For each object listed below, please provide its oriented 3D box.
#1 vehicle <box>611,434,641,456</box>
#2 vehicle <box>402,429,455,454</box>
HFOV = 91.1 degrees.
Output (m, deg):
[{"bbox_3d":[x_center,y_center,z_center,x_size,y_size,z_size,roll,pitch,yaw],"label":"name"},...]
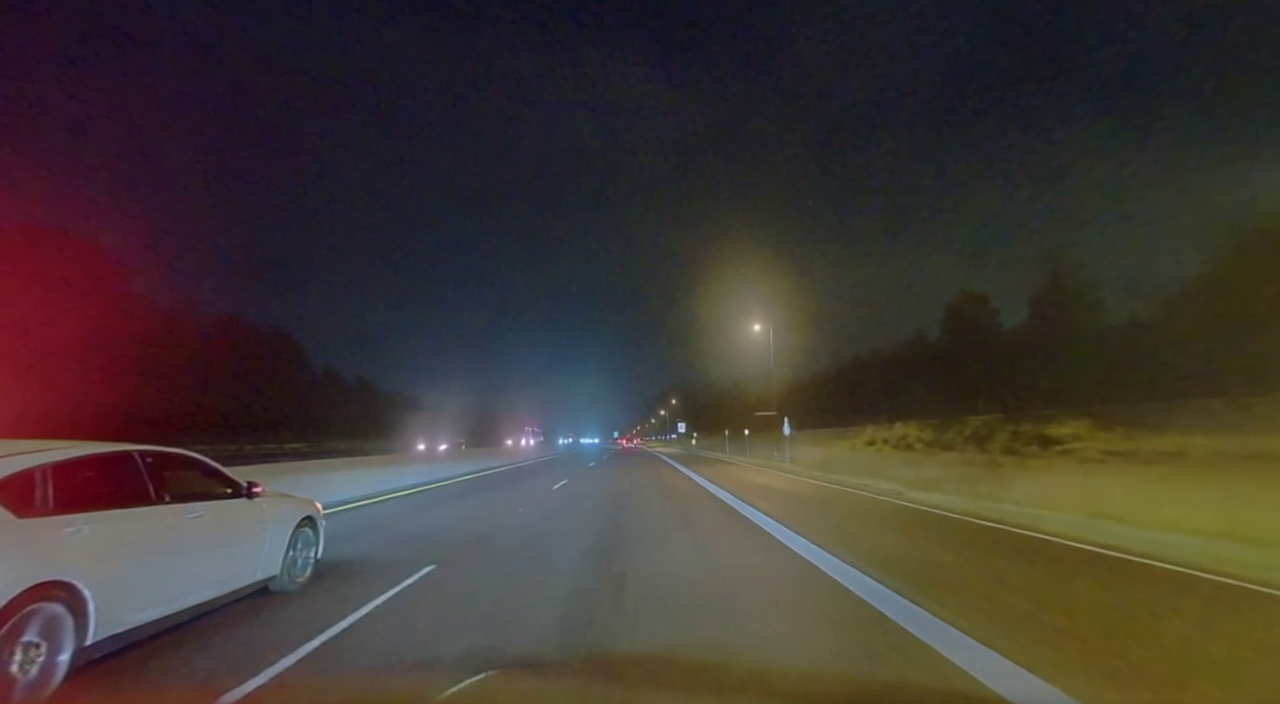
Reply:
[{"bbox_3d":[-1.003,6.716,45.378,2.025,1.519,3.924,0,-8,-1],"label":"vehicle"},{"bbox_3d":[-13.595,5.779,40.656,1.964,1.536,4.460,0,-8,-1],"label":"vehicle"}]
